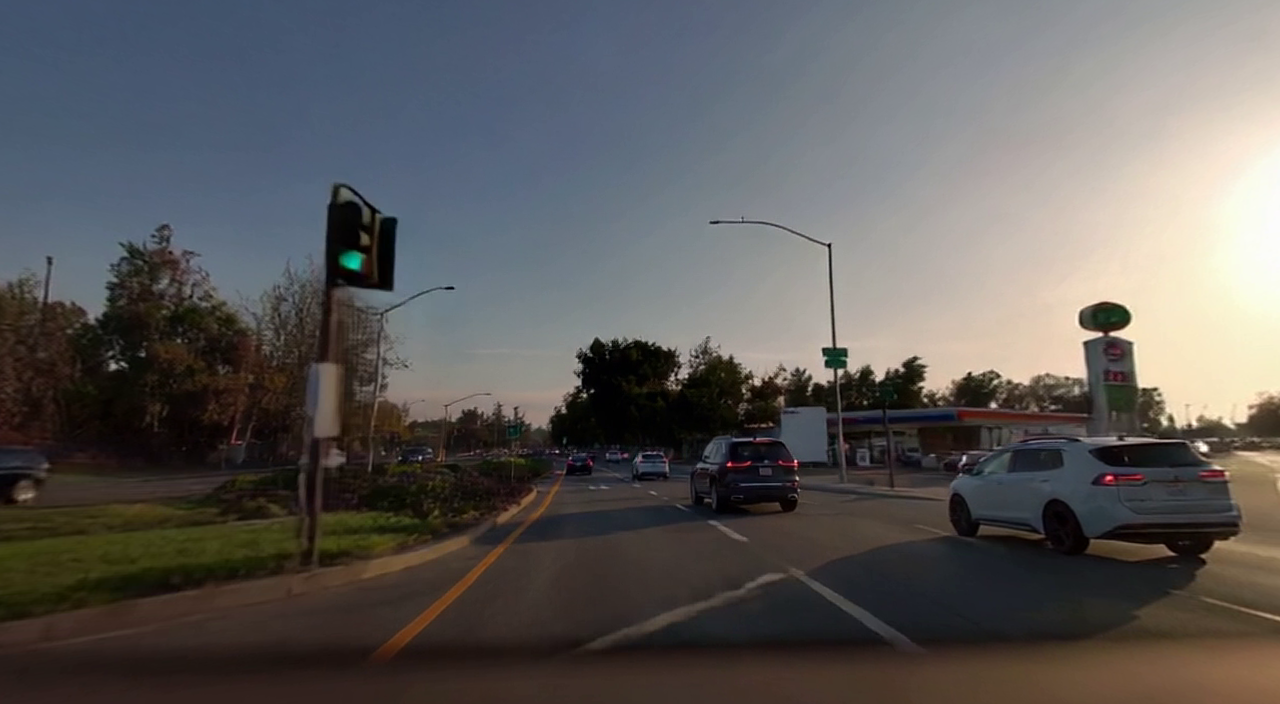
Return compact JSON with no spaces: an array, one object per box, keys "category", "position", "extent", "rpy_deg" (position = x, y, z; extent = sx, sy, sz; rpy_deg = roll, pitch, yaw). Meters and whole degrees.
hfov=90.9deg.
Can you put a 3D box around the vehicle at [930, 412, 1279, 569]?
[{"category":"vehicle","position":[6.077,1.756,8.737],"extent":[1.881,1.604,4.289],"rpy_deg":[1,-8,-3]}]

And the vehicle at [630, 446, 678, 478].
[{"category":"vehicle","position":[0.669,5.873,33.993],"extent":[2.012,1.612,4.114],"rpy_deg":[1,-8,-7]}]

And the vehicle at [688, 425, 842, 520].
[{"category":"vehicle","position":[2.586,2.654,14.464],"extent":[2.184,1.777,4.712],"rpy_deg":[1,-8,-5]}]

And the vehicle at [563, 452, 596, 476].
[{"category":"vehicle","position":[-4.105,7.564,42.757],"extent":[2.107,1.527,4.174],"rpy_deg":[1,-8,-5]}]
